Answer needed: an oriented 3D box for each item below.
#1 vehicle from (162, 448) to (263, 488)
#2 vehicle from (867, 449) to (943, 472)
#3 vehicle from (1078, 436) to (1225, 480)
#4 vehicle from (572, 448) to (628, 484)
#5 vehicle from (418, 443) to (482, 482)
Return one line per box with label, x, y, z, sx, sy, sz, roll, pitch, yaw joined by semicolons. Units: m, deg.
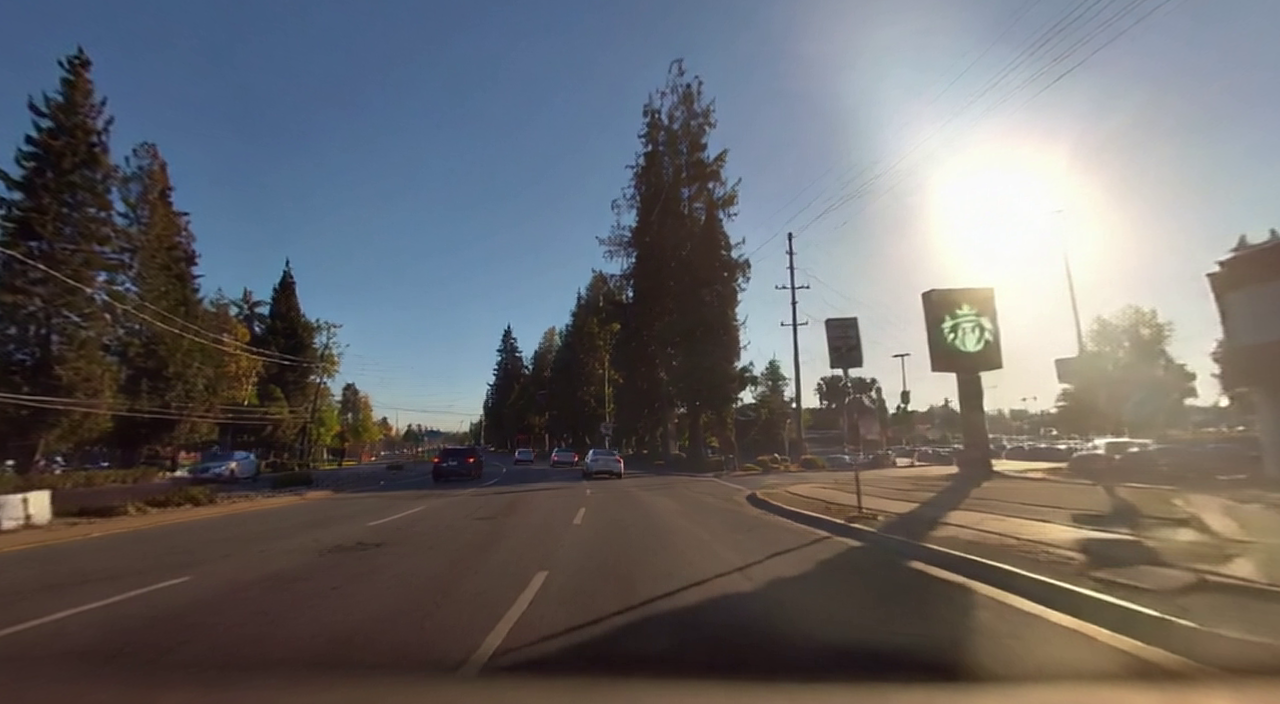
vehicle;-23.065;6.220;34.384;2.258;1.960;5.783;1;-9;-10
vehicle;19.602;8.035;46.856;4.834;1.495;1.785;1;-9;3
vehicle;19.083;3.953;23.858;1.795;1.485;4.601;0;-9;2
vehicle;-1.894;5.049;28.298;2.130;1.476;4.453;1;-9;-8
vehicle;-9.146;5.320;30.705;2.195;1.752;4.515;1;-9;-7
